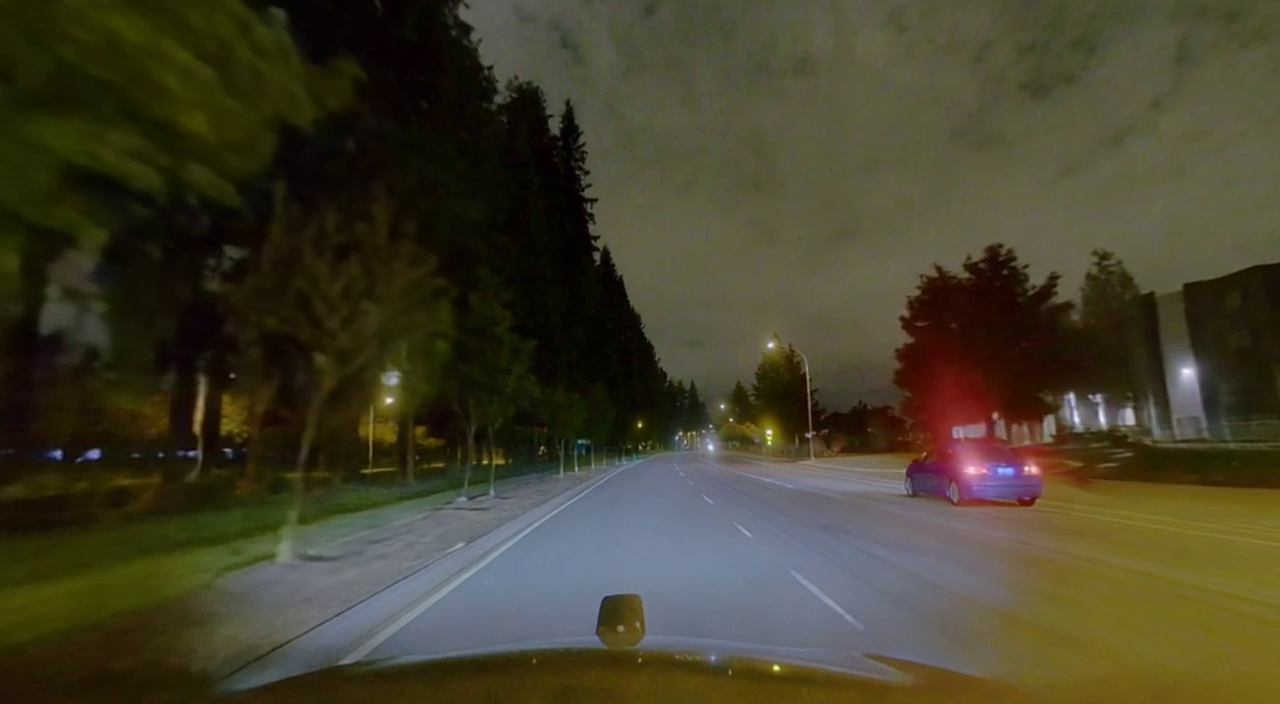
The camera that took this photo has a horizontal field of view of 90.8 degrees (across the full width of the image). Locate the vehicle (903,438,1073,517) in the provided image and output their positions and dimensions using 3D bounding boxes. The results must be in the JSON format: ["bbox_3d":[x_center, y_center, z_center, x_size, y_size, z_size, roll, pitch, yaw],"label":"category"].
[{"bbox_3d":[7.501,2.710,14.046,1.797,1.518,3.433,-1,-9,1],"label":"vehicle"}]
